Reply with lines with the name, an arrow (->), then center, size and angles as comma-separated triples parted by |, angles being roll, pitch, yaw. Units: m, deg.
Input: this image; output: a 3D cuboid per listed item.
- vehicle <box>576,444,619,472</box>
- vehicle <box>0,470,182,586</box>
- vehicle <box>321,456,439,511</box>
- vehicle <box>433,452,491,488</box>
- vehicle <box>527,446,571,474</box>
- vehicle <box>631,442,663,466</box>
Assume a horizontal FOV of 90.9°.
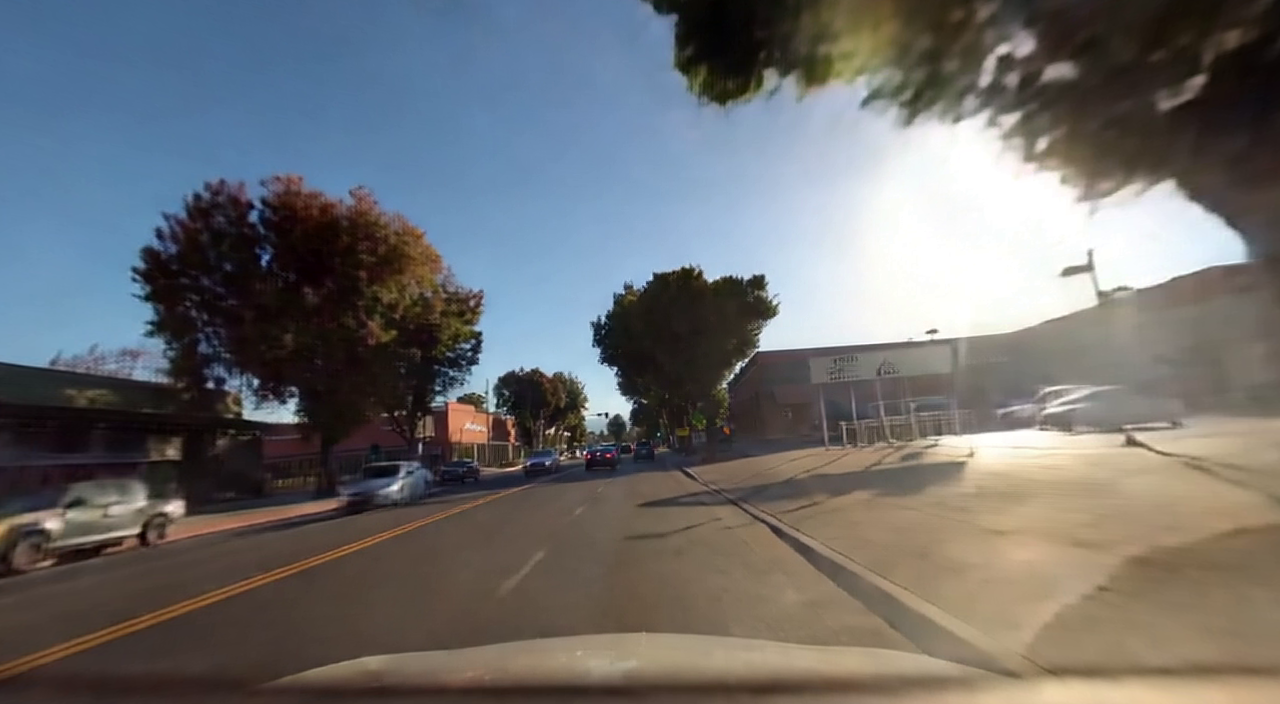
vehicle -> -2.315, 5.933, 35.460 | 2.099, 1.424, 4.609 | 0, -8, 0
vehicle -> -11.379, 3.206, 11.988 | 1.925, 1.709, 4.426 | -1, -8, 1
vehicle -> -8.447, 4.285, 20.979 | 1.952, 1.540, 4.413 | 0, -8, 1
vehicle -> -10.889, 7.211, 38.930 | 1.978, 1.640, 4.695 | -9, -8, 1
vehicle -> -5.552, 6.654, 39.085 | 2.045, 1.619, 3.973 | -1, -8, 2
vehicle -> 0.448, 6.690, 41.518 | 2.020, 1.478, 3.922 | 0, -8, 0
